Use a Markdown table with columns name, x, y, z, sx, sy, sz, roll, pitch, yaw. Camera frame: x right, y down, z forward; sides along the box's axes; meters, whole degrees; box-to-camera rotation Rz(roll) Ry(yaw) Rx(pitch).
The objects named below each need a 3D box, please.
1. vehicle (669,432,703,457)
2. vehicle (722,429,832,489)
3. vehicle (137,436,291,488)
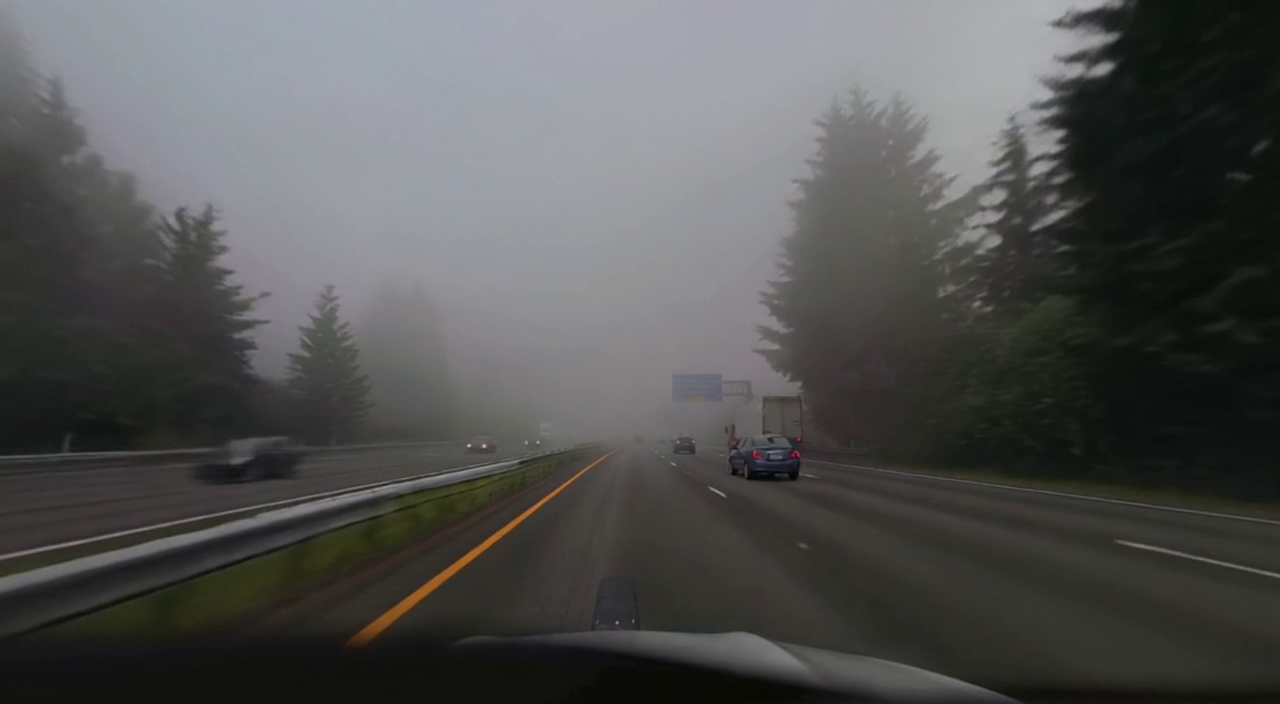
| name | x | y | z | sx | sy | sz | roll | pitch | yaw |
| --- | --- | --- | --- | --- | --- | --- | --- | --- | --- |
| vehicle | 3.306 | 6.727 | 46.079 | 2.011 | 1.672 | 4.415 | 0 | -8 | -2 |
| vehicle | 3.766 | 3.013 | 18.203 | 1.986 | 1.501 | 4.529 | 0 | -8 | -2 |
| vehicle | -13.116 | 3.369 | 19.806 | 1.755 | 1.420 | 4.471 | 0 | -8 | 0 |
